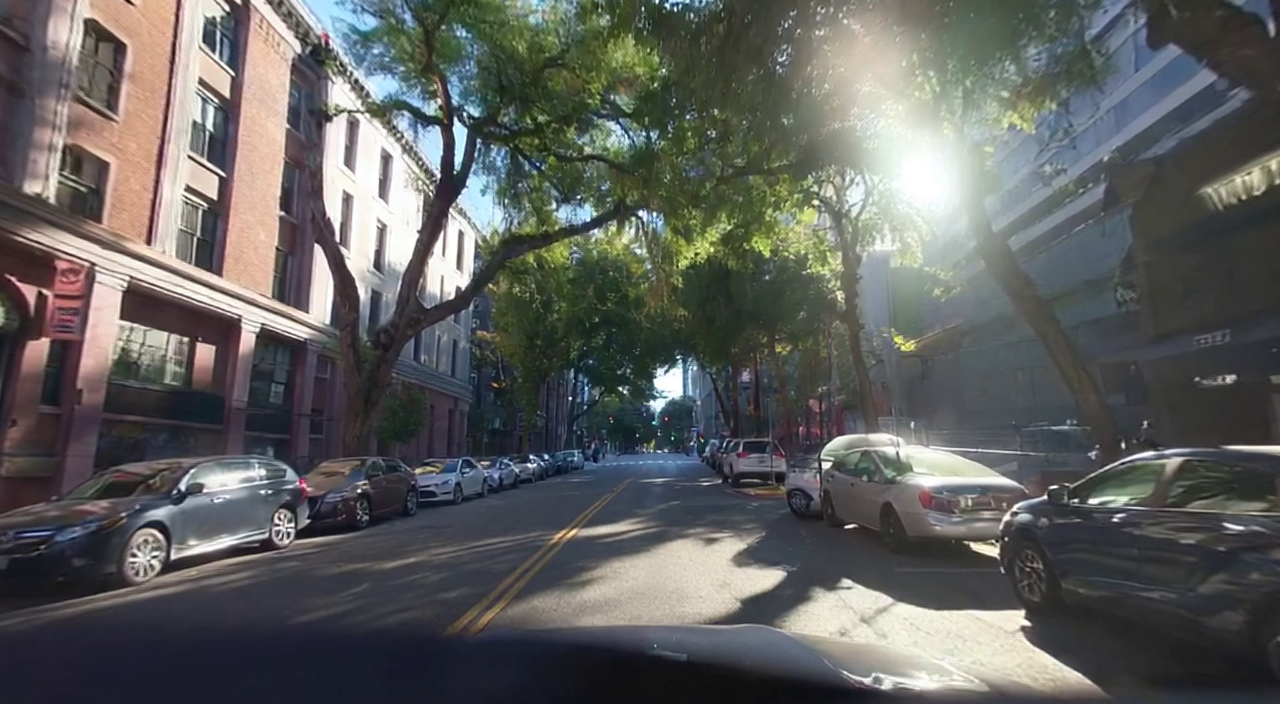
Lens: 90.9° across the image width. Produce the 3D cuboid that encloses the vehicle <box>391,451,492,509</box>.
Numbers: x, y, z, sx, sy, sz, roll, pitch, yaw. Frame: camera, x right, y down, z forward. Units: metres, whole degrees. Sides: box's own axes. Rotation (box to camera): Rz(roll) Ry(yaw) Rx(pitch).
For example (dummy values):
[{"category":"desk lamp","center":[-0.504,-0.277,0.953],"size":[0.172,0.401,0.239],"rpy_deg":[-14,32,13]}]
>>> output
[{"category":"vehicle","center":[-6.490,4.202,21.260],"size":[1.944,1.574,4.717],"rpy_deg":[-2,-8,-1]}]

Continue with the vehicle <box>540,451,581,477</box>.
[{"category":"vehicle","center":[-5.391,7.643,43.318],"size":[2.270,1.539,4.855],"rpy_deg":[-2,-8,-1]}]

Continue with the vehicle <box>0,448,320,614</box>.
[{"category":"vehicle","center":[-7.040,2.275,9.119],"size":[2.244,1.616,5.013],"rpy_deg":[-2,-8,-1]}]

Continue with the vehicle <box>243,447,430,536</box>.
[{"category":"vehicle","center":[-6.762,3.103,14.780],"size":[2.123,1.596,4.659],"rpy_deg":[-2,-8,-1]}]

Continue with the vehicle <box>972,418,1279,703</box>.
[{"category":"vehicle","center":[4.529,1.231,4.027],"size":[2.331,1.533,4.831],"rpy_deg":[0,-8,2]}]

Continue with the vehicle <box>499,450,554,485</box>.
[{"category":"vehicle","center":[-5.839,5.969,32.905],"size":[2.110,1.498,4.555],"rpy_deg":[-2,-8,-1]}]

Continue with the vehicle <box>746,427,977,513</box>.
[{"category":"vehicle","center":[5.246,2.843,15.607],"size":[4.772,1.876,2.400],"rpy_deg":[-1,-8,0]}]
